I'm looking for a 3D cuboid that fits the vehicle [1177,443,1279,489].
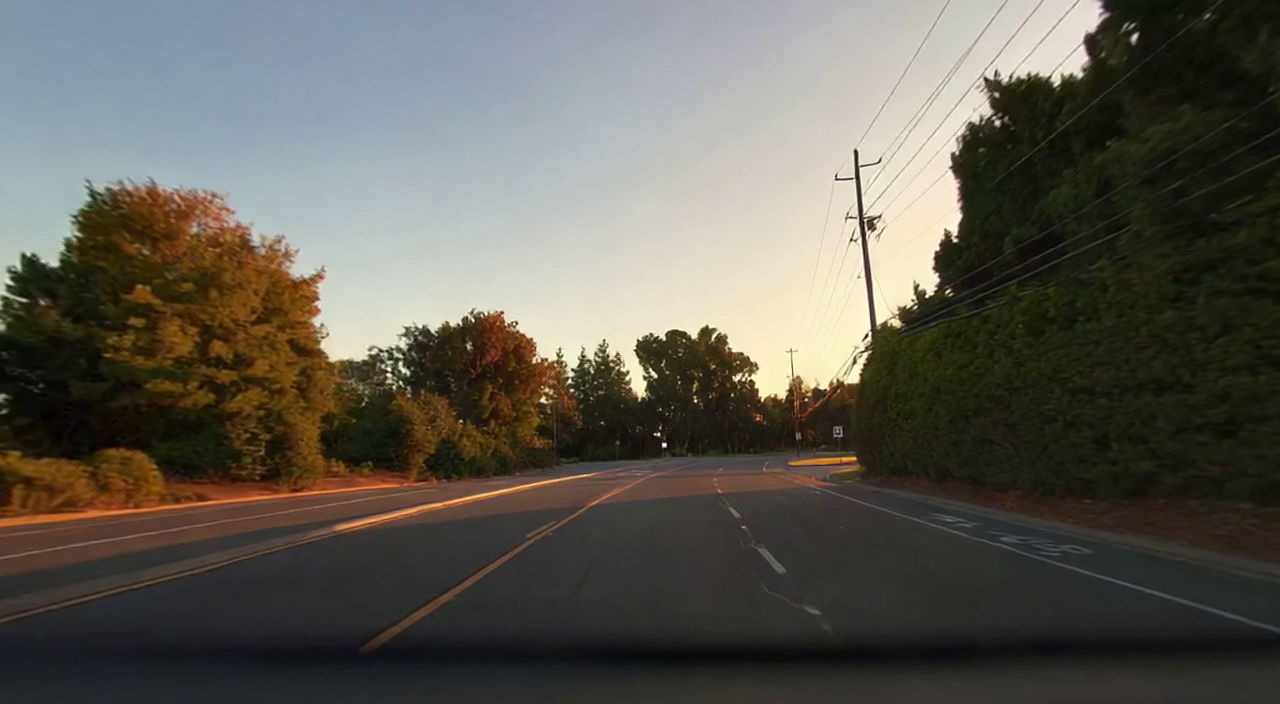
[{"bbox_3d":[20.876,3.780,21.001,4.403,1.429,1.675,0,-10,1],"label":"vehicle"}]
